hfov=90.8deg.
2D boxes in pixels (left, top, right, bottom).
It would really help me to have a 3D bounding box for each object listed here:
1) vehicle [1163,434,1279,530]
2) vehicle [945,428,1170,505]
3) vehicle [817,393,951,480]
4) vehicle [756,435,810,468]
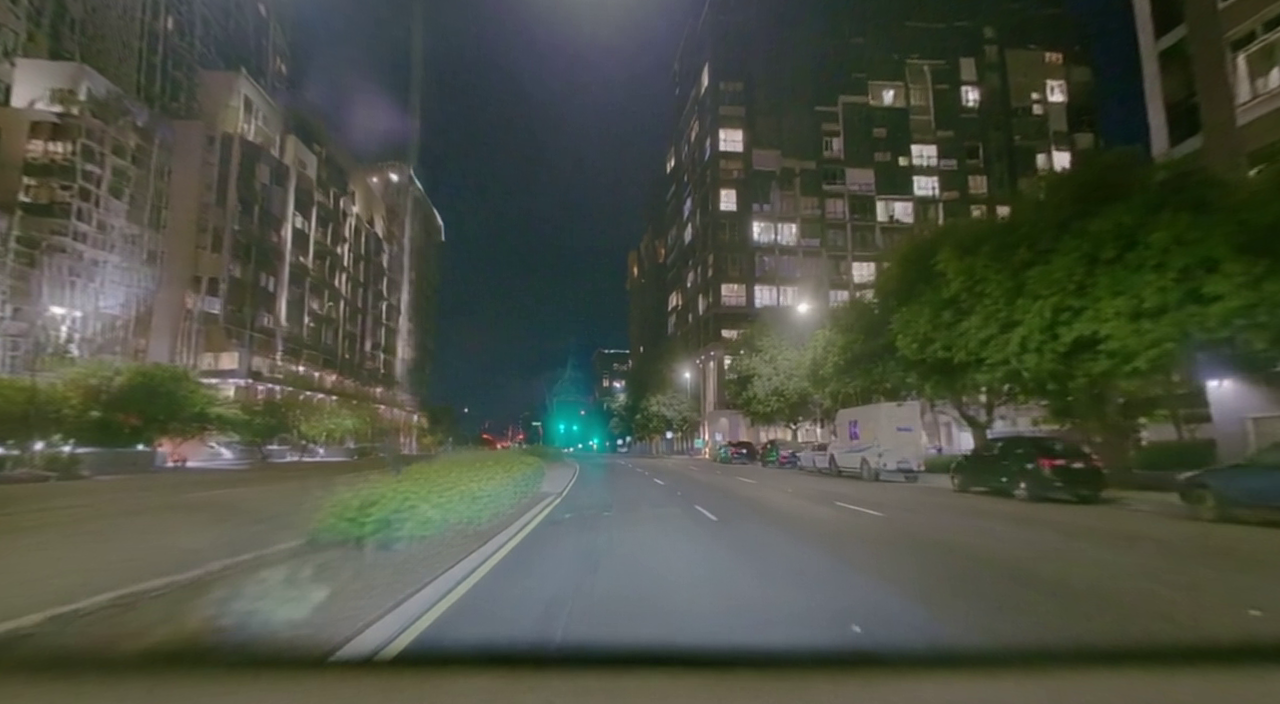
[{"bbox_3d":[11.000,2.025,9.834,1.801,1.489,4.339,0,-9,-4],"label":"vehicle"},{"bbox_3d":[10.698,2.985,16.962,2.050,1.699,5.584,0,-9,-2],"label":"vehicle"},{"bbox_3d":[10.116,3.666,27.132,2.853,3.253,6.441,0,-9,-3],"label":"vehicle"},{"bbox_3d":[9.193,6.446,40.979,1.916,1.889,4.675,4,-9,-6],"label":"vehicle"}]
